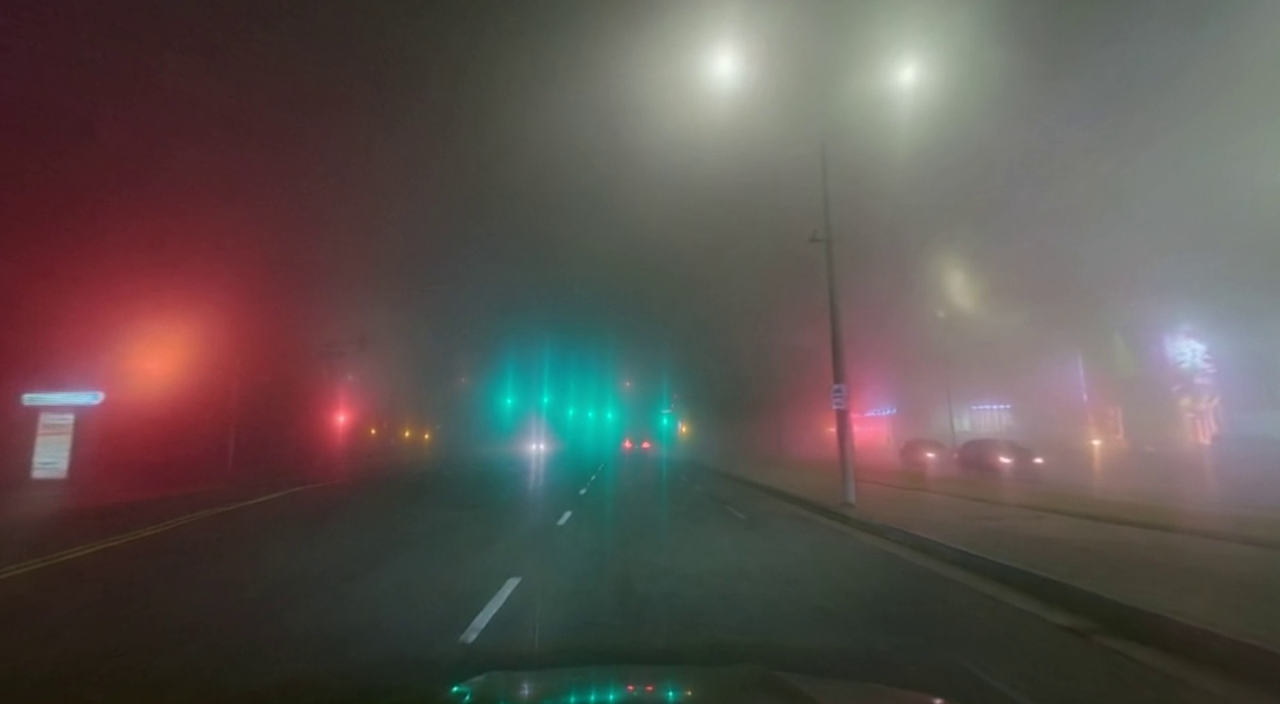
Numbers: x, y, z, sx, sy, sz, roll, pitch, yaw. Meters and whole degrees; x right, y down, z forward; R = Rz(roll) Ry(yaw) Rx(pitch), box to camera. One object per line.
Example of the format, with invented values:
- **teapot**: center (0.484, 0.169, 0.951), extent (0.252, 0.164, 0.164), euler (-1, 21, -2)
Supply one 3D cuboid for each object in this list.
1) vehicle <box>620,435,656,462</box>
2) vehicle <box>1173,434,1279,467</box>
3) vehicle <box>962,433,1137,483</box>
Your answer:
- **vehicle**: center (-0.187, 6.300, 41.407), extent (2.230, 1.683, 4.204), euler (0, -8, -1)
- **vehicle**: center (29.777, 4.927, 31.838), extent (1.842, 1.495, 4.515), euler (1, -8, -1)
- **vehicle**: center (13.381, 3.445, 20.854), extent (4.395, 1.497, 1.975), euler (0, -7, 0)
